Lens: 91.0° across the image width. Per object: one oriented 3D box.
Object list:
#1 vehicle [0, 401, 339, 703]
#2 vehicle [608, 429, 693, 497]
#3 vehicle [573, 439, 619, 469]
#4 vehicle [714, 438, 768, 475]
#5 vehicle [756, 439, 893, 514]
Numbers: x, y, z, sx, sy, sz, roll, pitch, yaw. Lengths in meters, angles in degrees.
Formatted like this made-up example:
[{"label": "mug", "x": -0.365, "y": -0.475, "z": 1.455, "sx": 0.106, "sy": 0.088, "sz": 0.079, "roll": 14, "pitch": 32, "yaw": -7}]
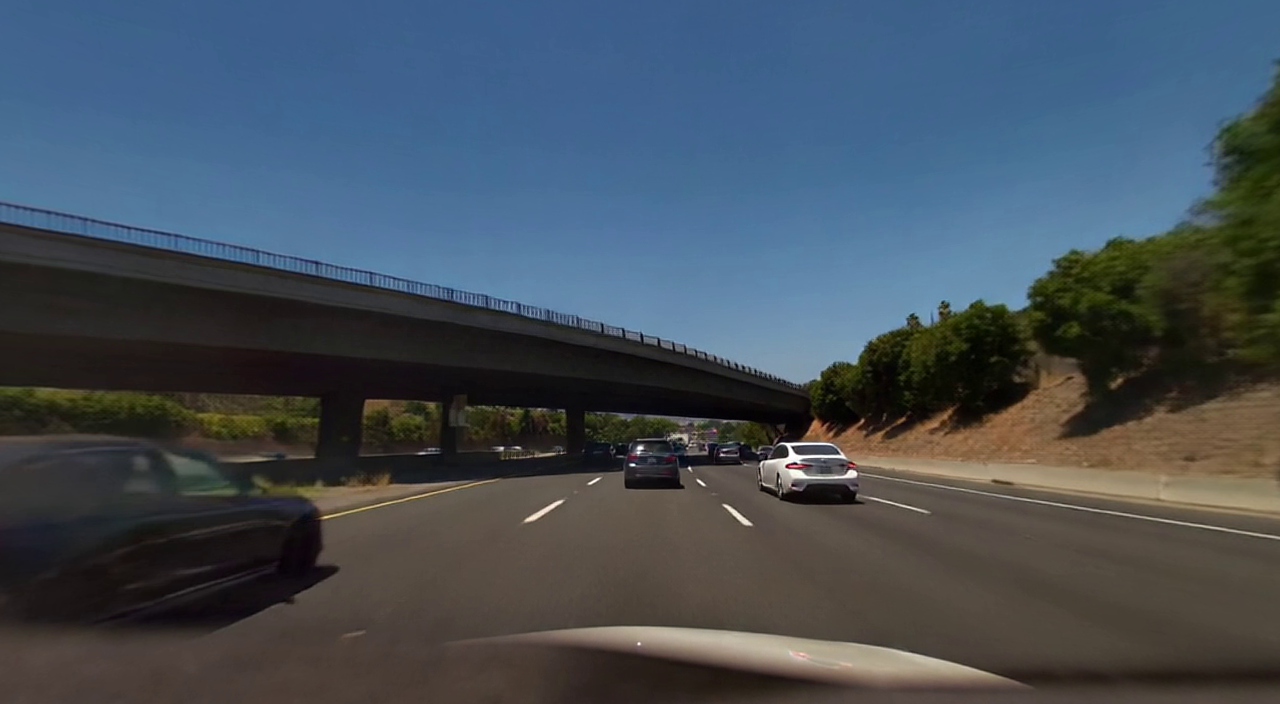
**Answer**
[{"label": "vehicle", "x": -3.798, "y": 1.086, "z": 3.585, "sx": 2.012, "sy": 1.495, "sz": 4.169, "roll": 0, "pitch": -9, "yaw": 1}, {"label": "vehicle", "x": 0.325, "y": 3.171, "z": 18.289, "sx": 2.181, "sy": 1.728, "sz": 3.970, "roll": 0, "pitch": -9, "yaw": 1}, {"label": "vehicle", "x": -2.550, "y": 6.092, "z": 37.627, "sx": 2.128, "sy": 1.627, "sz": 4.697, "roll": 0, "pitch": -9, "yaw": 4}, {"label": "vehicle", "x": 4.926, "y": 5.174, "z": 31.354, "sx": 2.063, "sy": 1.710, "sz": 4.591, "roll": 0, "pitch": -9, "yaw": 2}, {"label": "vehicle", "x": 4.180, "y": 2.889, "z": 15.114, "sx": 1.999, "sy": 1.514, "sz": 4.338, "roll": 0, "pitch": -9, "yaw": 0}]
